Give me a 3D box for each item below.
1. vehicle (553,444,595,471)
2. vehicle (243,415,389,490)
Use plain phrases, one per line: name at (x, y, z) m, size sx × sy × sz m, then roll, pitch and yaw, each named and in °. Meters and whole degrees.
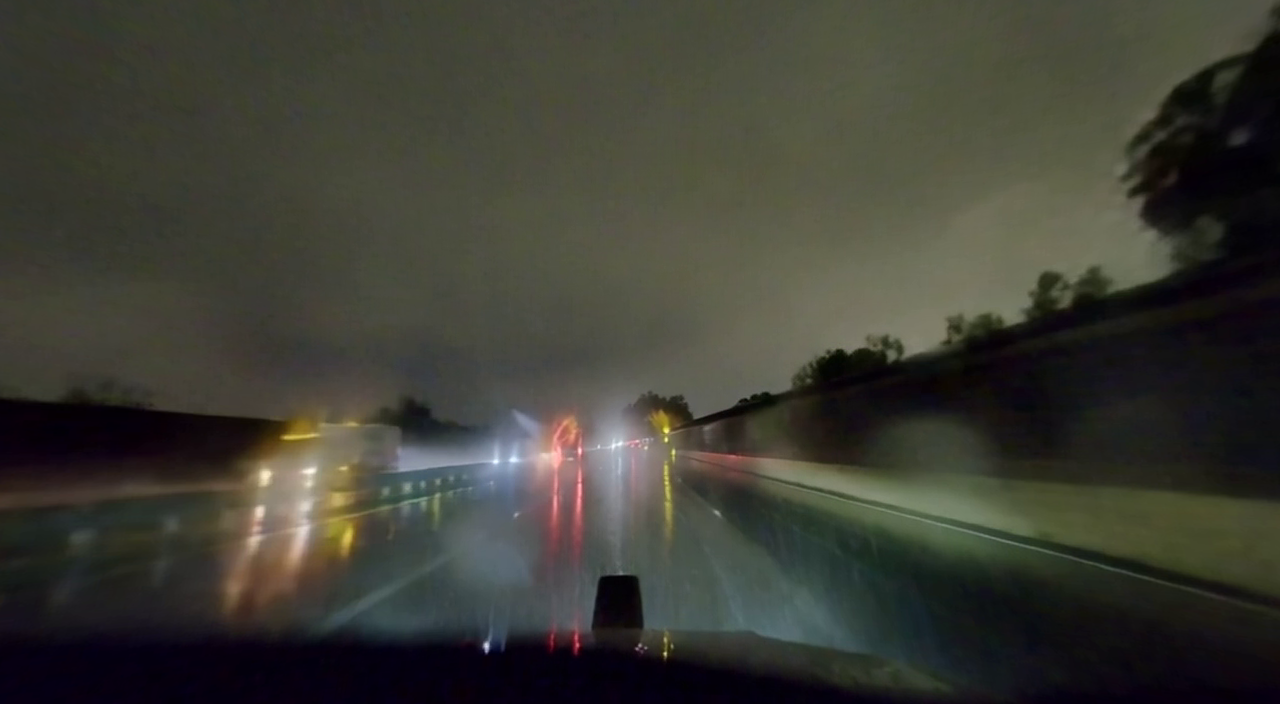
vehicle at (-4.145, 6.736, 40.381) m, size 2.139 × 1.577 × 4.546 m, roll -2°, pitch -9°, yaw 0°
vehicle at (-17.746, 5.653, 35.534) m, size 3.208 × 3.631 × 9.318 m, roll 0°, pitch -9°, yaw 0°
